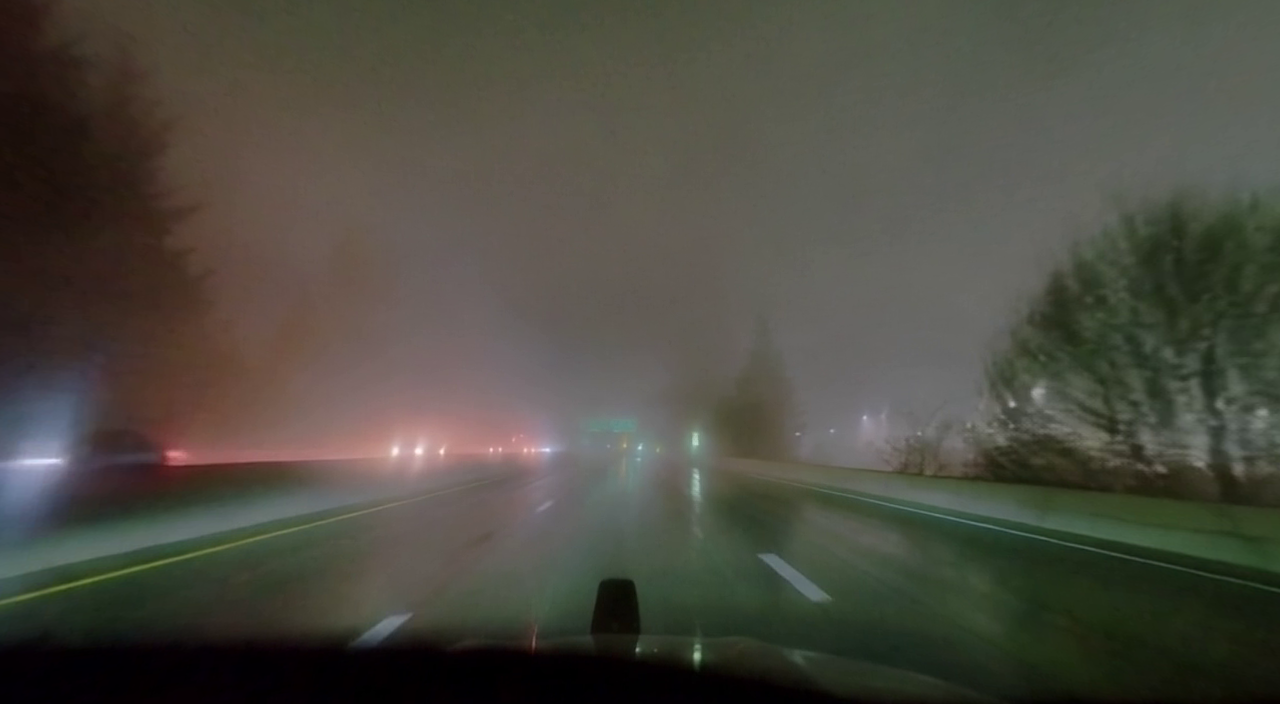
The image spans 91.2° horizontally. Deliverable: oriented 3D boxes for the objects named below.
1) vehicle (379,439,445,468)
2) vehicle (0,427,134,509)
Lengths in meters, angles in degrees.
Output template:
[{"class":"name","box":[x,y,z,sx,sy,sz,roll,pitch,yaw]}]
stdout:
[{"class":"vehicle","box":[-13.192,5.934,36.610,2.021,1.545,4.889,0,-9,-1]},{"class":"vehicle","box":[-12.916,2.293,12.477,1.853,1.506,4.630,0,-9,-1]}]
